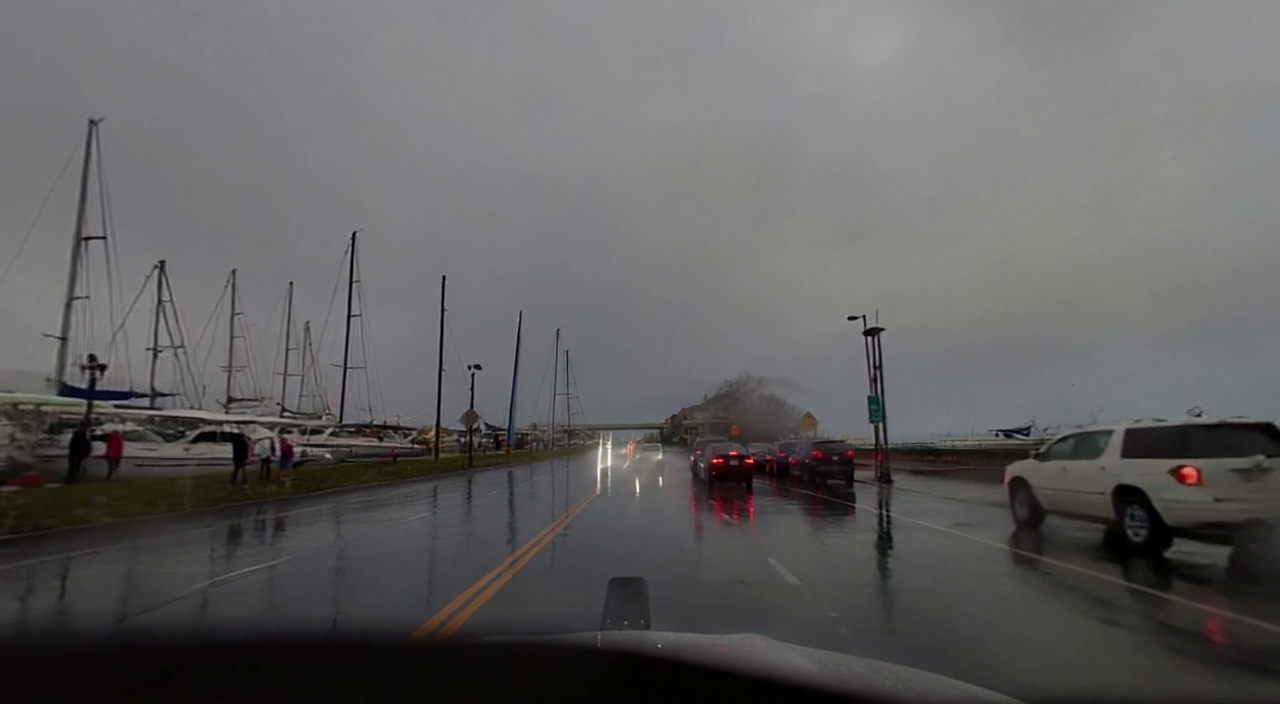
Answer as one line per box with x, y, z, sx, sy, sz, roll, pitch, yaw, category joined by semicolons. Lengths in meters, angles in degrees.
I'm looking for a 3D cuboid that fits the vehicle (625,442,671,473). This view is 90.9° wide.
0.438;5.536;33.315;2.284;1.496;3.949;0;-9;1;vehicle

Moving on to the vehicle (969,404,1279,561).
7.800;1.973;10.289;2.056;1.896;5.062;0;-9;-1;vehicle

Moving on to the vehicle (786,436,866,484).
7.849;4.600;27.140;1.969;1.852;4.513;0;-9;-1;vehicle

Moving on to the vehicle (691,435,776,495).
2.775;3.456;19.665;2.047;1.640;4.051;0;-9;0;vehicle
